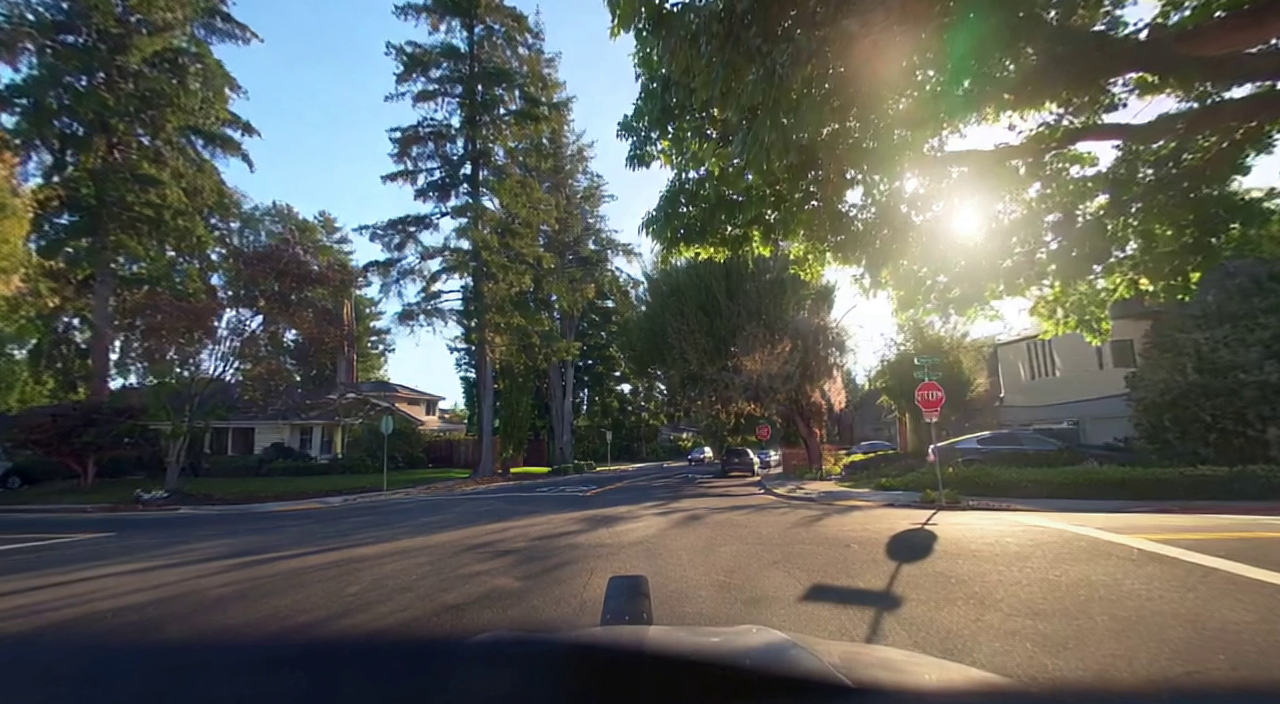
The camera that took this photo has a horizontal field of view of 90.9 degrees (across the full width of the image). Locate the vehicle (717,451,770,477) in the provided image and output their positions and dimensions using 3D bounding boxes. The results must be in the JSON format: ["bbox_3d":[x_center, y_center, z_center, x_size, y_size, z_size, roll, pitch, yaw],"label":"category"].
[{"bbox_3d":[7.249,7.724,43.670,2.692,1.649,4.689,-3,-9,20],"label":"vehicle"}]
